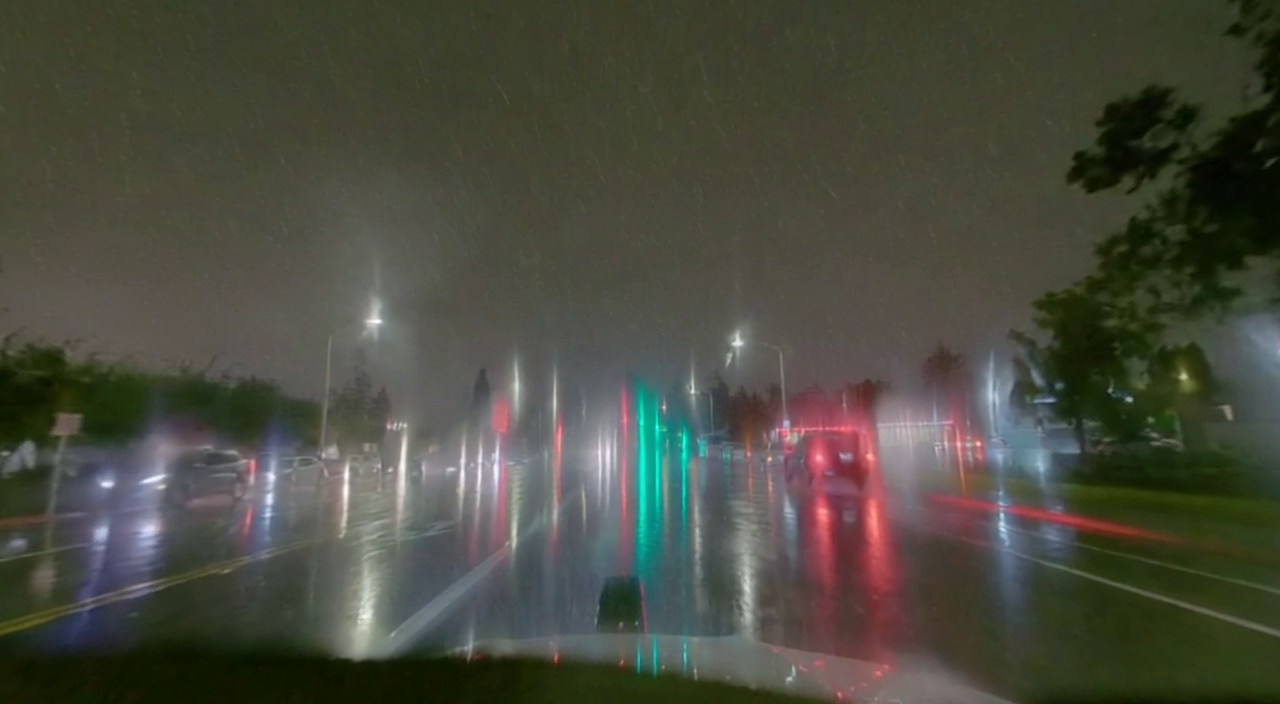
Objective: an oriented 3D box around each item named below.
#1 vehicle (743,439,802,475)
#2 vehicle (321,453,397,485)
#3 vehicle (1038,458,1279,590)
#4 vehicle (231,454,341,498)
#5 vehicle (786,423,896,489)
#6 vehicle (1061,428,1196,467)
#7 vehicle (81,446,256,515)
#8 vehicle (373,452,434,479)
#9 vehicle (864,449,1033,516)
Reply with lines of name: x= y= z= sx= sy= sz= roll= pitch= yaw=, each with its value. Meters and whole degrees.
vehicle: x=7.635 y=6.118 z=36.858 sx=2.092 sy=1.887 sz=5.632 roll=0 pitch=-9 yaw=-1
vehicle: x=-14.614 y=6.084 z=32.992 sx=1.880 sy=1.488 sz=4.483 roll=0 pitch=-9 yaw=0
vehicle: x=7.764 y=2.106 z=8.218 sx=1.811 sy=1.361 sz=4.852 roll=0 pitch=-9 yaw=-2
vehicle: x=-14.553 y=5.076 z=26.255 sx=1.836 sy=1.448 sz=4.941 roll=-1 pitch=-7 yaw=-1
vehicle: x=7.744 y=4.161 z=25.080 sx=2.327 sy=2.296 sz=5.692 roll=0 pitch=-10 yaw=-2
vehicle: x=27.421 y=5.412 z=35.557 sx=2.195 sy=2.015 sz=5.433 roll=5 pitch=-11 yaw=-33
vehicle: x=-14.546 y=3.932 z=19.881 sx=2.002 sy=1.765 sz=4.775 roll=-4 pitch=-9 yaw=-2
vehicle: x=-14.482 y=6.945 z=38.818 sx=1.897 sy=1.517 sz=4.802 roll=0 pitch=-9 yaw=0
vehicle: x=7.942 y=3.379 z=16.845 sx=1.992 sy=1.499 sz=4.715 roll=0 pitch=-9 yaw=-2
